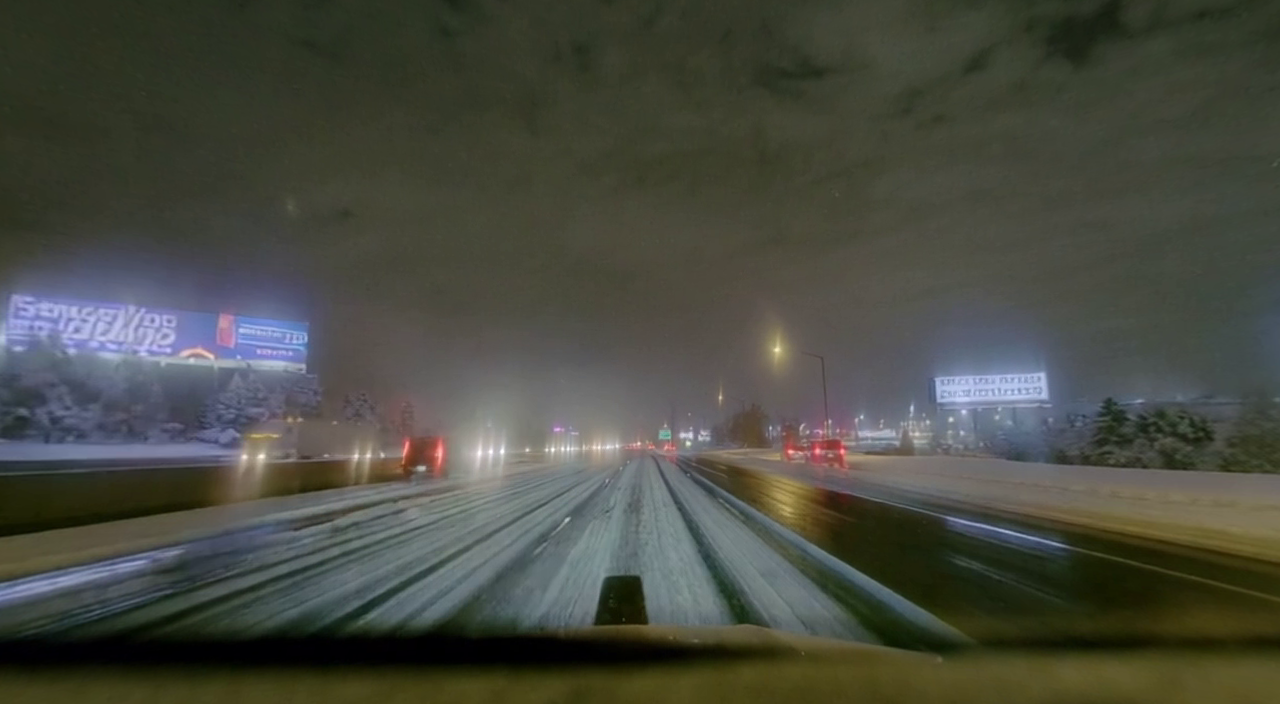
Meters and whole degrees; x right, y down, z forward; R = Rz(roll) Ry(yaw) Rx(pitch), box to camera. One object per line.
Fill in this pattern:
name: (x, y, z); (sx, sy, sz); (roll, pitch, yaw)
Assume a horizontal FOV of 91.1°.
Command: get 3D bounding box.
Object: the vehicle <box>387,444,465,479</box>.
vehicle: (-9.798, 5.028, 29.136); (1.974, 1.513, 4.584); (0, -9, 0)
